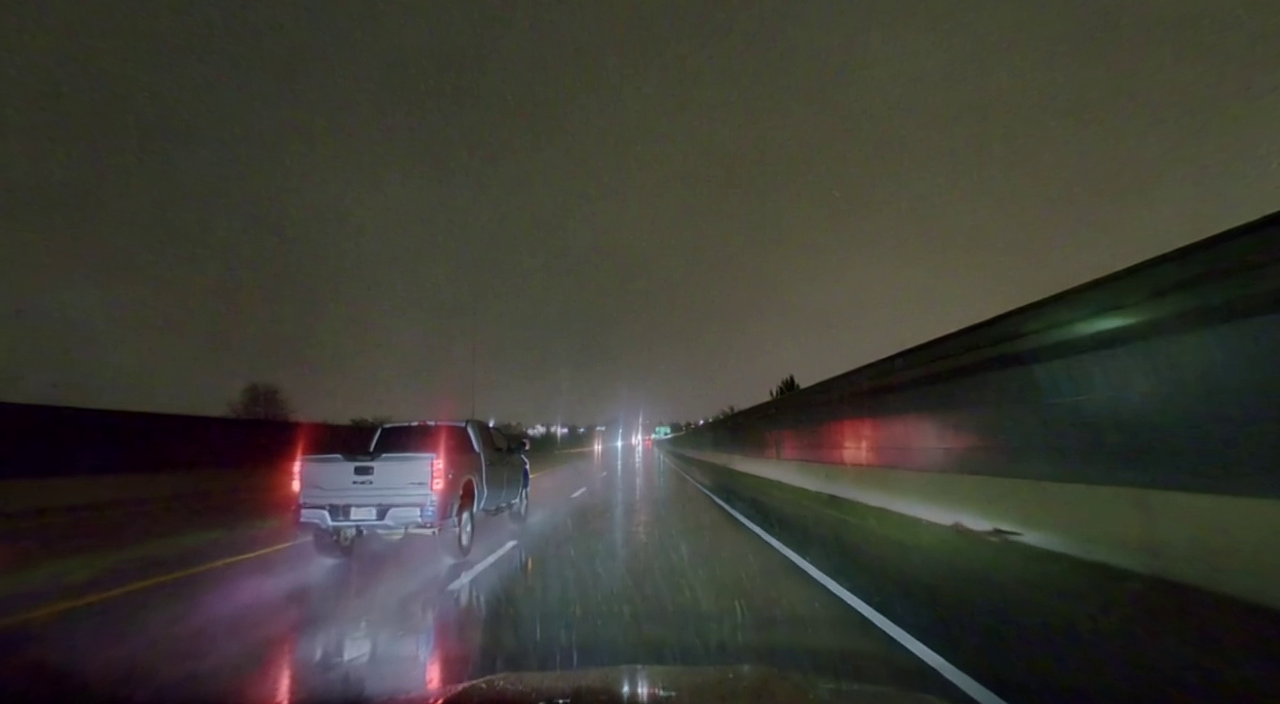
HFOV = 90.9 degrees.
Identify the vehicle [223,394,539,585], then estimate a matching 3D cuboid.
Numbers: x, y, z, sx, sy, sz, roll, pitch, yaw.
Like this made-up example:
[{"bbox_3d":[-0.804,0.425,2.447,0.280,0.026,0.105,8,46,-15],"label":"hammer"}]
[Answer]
[{"bbox_3d":[-3.135,1.816,9.395,2.350,1.932,5.562,-1,-8,0],"label":"vehicle"}]
